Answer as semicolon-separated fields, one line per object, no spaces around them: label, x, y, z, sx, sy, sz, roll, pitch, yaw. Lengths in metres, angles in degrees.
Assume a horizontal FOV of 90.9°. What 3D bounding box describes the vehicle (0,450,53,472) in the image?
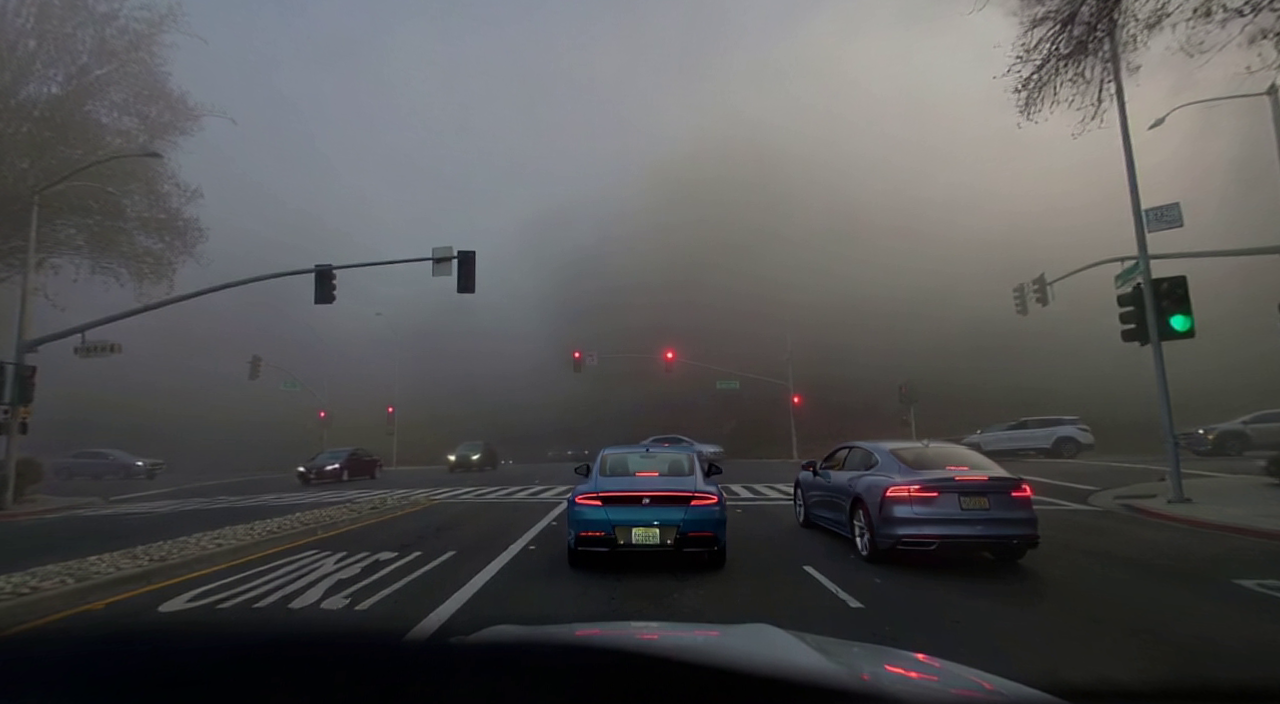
vehicle;-46.268;7.958;46.138;4.545;1.558;1.833;0;-8;-3

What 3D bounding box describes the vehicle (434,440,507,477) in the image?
vehicle;-8.139;5.139;30.798;2.091;1.651;4.870;-1;-8;2

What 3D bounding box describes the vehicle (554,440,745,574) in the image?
vehicle;0.118;1.868;8.391;1.945;1.343;3.827;0;-8;1

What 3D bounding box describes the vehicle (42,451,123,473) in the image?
vehicle;-41.298;8.152;46.780;4.195;1.533;1.752;0;-8;-3

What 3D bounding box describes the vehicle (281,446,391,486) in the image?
vehicle;-11.894;4.456;25.047;2.053;1.436;4.494;0;-8;1

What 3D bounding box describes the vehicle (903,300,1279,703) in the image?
vehicle;3.108;0.799;2.525;2.143;1.759;4.531;0;-8;0
